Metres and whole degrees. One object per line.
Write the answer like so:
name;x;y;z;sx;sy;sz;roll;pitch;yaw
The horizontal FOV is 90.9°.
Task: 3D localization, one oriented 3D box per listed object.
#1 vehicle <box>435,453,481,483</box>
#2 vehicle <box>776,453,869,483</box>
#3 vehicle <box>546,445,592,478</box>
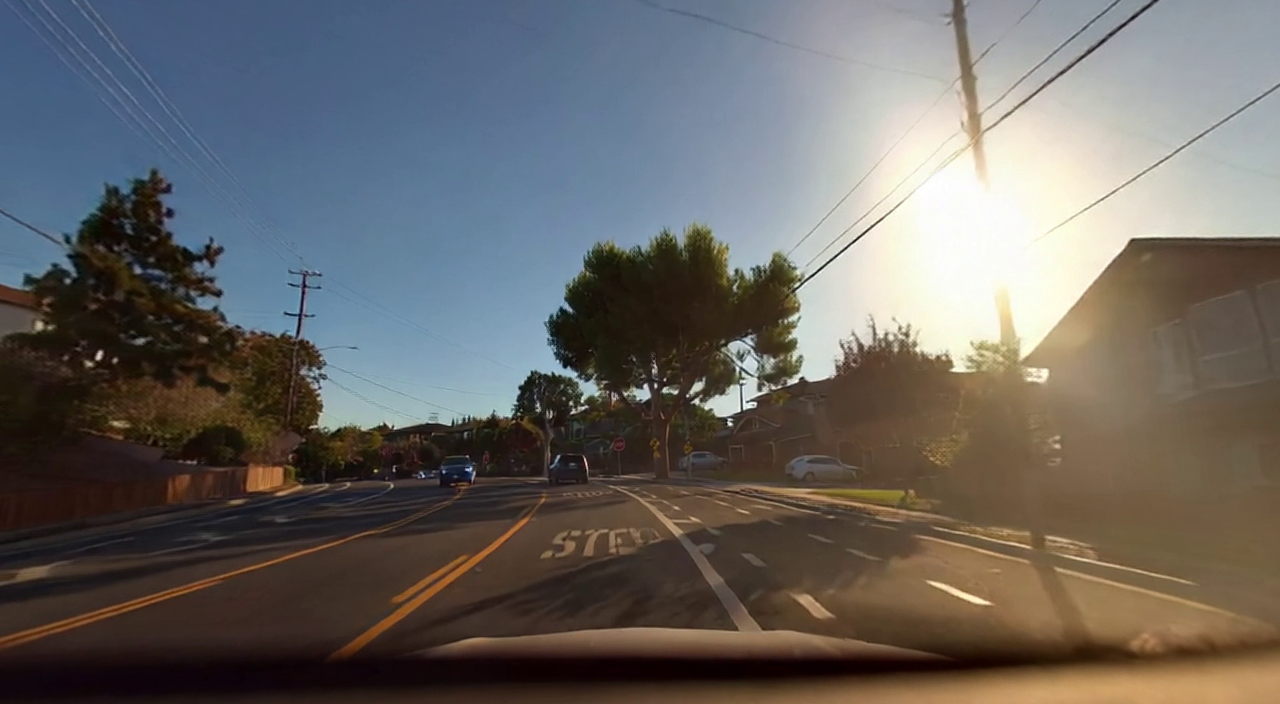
vehicle;-10.144;6.455;35.465;2.003;1.483;4.545;1;-9;-10
vehicle;9.844;6.238;34.189;4.383;1.508;1.884;1;-9;-9
vehicle;-4.493;6.741;39.173;2.284;1.741;4.702;4;-8;-11
